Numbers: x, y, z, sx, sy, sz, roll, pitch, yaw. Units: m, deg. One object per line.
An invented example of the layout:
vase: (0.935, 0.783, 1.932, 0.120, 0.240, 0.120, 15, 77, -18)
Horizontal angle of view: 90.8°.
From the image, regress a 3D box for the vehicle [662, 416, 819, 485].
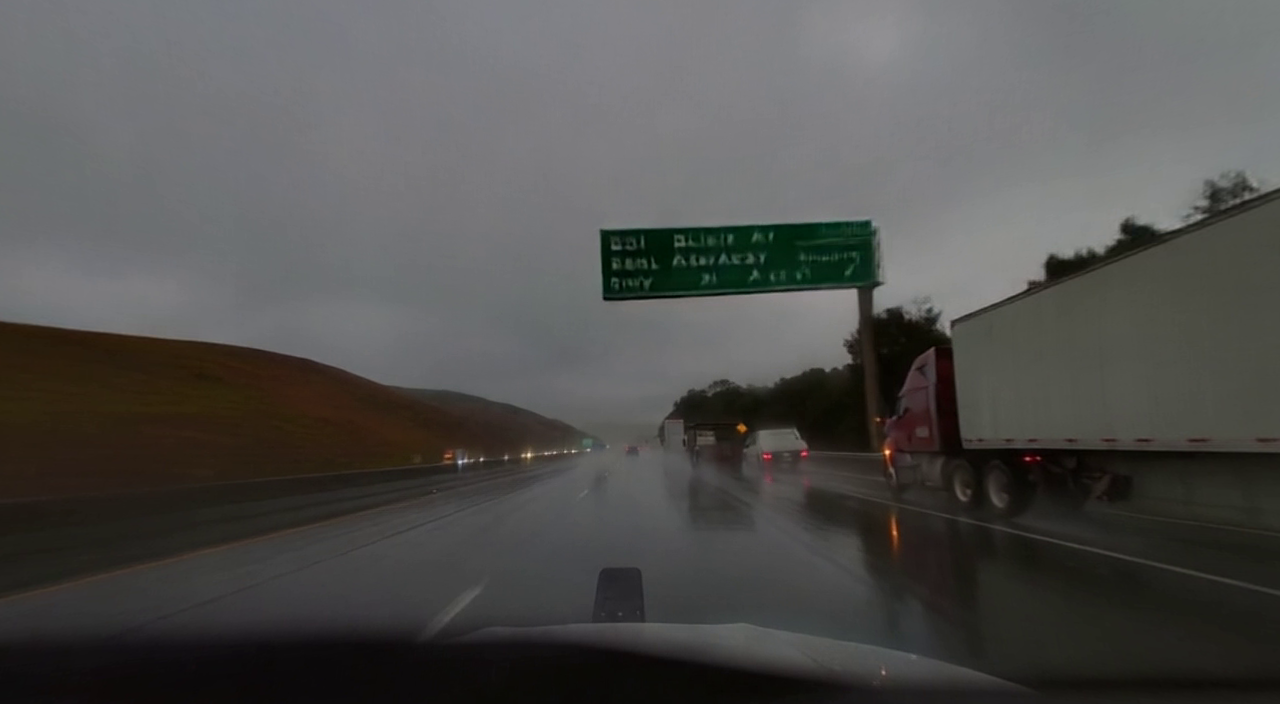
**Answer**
vehicle: (3.409, 3.478, 22.384, 5.075, 2.277, 2.365, 0, -9, -3)

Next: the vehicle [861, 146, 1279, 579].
vehicle: (7.729, 0.598, 9.456, 2.935, 4.187, 16.357, 0, -9, 0)
